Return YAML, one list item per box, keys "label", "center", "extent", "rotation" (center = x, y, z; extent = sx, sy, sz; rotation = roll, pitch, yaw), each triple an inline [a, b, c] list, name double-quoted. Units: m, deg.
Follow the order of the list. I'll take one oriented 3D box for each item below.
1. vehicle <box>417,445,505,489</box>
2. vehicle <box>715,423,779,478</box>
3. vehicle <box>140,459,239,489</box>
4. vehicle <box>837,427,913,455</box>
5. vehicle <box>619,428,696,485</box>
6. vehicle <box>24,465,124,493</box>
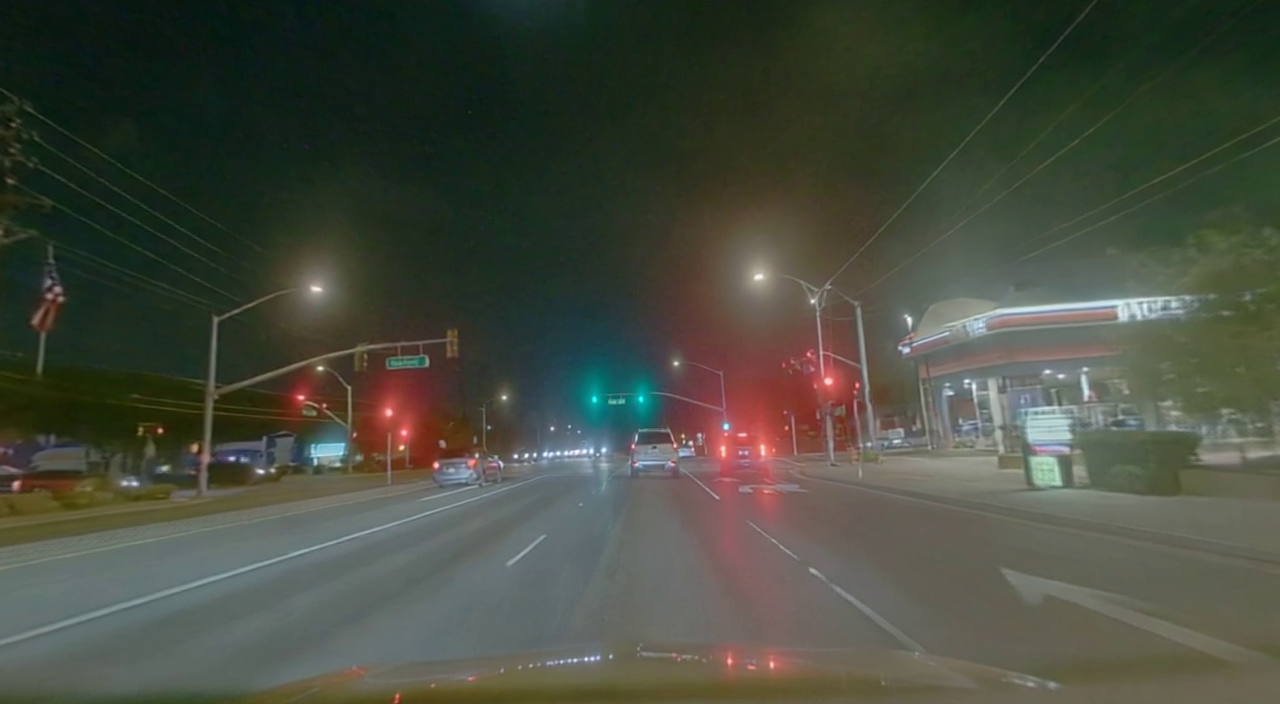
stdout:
- label: "vehicle"
  center: [-6.535, 4.223, 23.630]
  extent: [1.966, 1.461, 4.422]
  rotation: [0, -8, 0]
- label: "vehicle"
  center: [4.677, 4.294, 27.727]
  extent: [2.452, 2.148, 5.877]
  rotation: [-1, -8, 9]
- label: "vehicle"
  center: [-29.707, 8.037, 41.695]
  extent: [4.890, 1.806, 2.205]
  rotation: [0, -8, 2]
- label: "vehicle"
  center: [15.331, 5.813, 41.186]
  extent: [4.386, 1.760, 2.228]
  rotation: [4, -9, -29]
- label: "vehicle"
  center: [0.565, 3.803, 23.272]
  extent: [2.513, 1.854, 5.235]
  rotation: [0, -8, 0]
- label: "vehicle"
  center: [-37.698, 8.428, 42.064]
  extent: [4.839, 1.742, 1.993]
  rotation: [-1, -8, 4]
